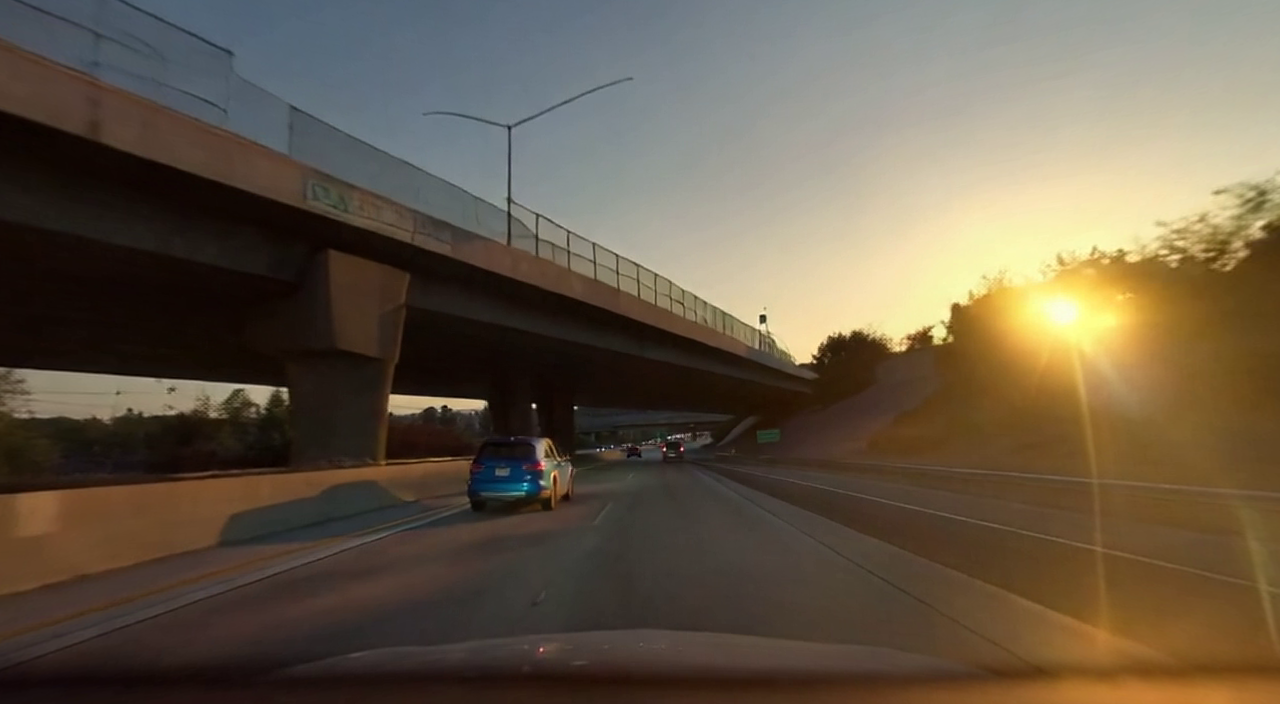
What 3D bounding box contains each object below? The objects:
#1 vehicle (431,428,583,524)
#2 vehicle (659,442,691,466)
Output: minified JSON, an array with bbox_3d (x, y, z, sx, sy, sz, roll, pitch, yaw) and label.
[{"bbox_3d":[-2.595,2.574,13.615,2.143,1.693,4.513,-1,-9,2],"label":"vehicle"},{"bbox_3d":[2.436,7.151,44.384,2.073,1.621,3.993,-1,-9,1],"label":"vehicle"}]
